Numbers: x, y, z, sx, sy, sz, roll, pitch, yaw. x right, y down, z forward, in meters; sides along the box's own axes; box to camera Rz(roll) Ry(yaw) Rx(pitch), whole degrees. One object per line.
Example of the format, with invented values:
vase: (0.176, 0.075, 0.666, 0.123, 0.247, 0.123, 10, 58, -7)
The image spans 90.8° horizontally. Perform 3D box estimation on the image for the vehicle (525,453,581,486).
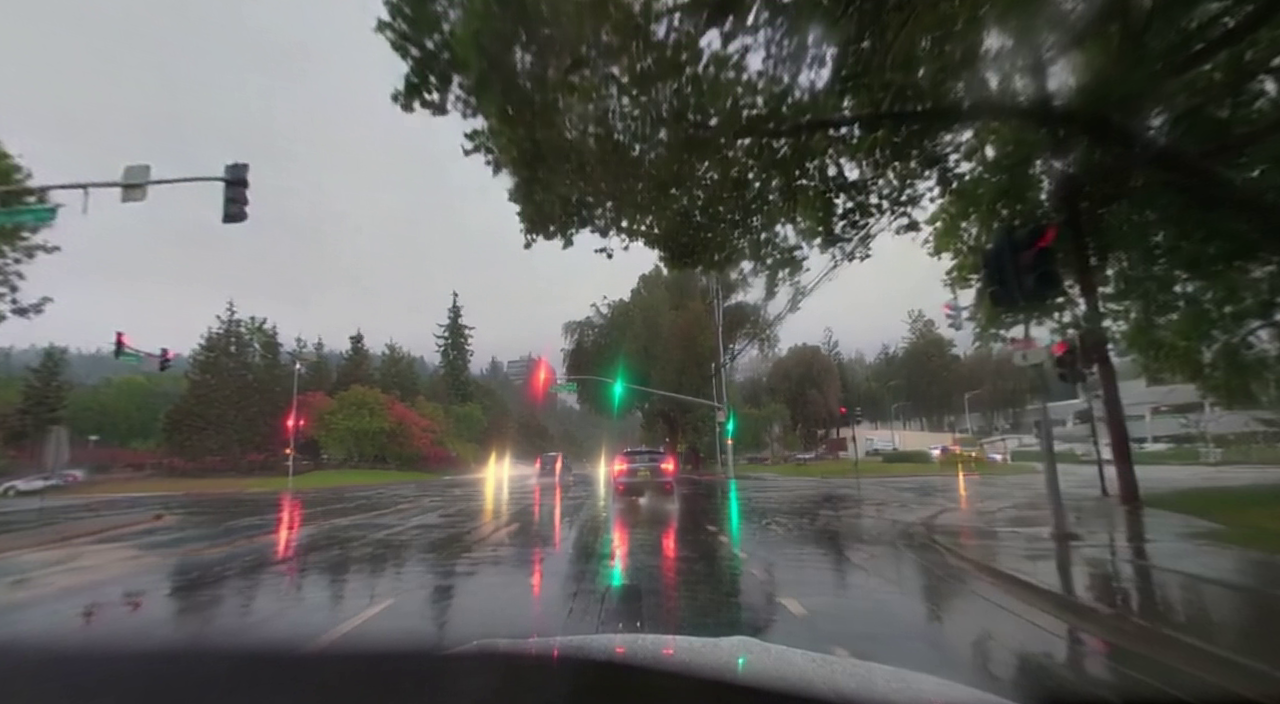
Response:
vehicle: (-4.225, 5.792, 31.379, 2.153, 1.474, 4.284, 0, -9, 1)

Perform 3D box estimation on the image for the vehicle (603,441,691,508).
vehicle: (0.146, 3.328, 17.550, 2.156, 1.636, 3.923, 0, -9, -1)
